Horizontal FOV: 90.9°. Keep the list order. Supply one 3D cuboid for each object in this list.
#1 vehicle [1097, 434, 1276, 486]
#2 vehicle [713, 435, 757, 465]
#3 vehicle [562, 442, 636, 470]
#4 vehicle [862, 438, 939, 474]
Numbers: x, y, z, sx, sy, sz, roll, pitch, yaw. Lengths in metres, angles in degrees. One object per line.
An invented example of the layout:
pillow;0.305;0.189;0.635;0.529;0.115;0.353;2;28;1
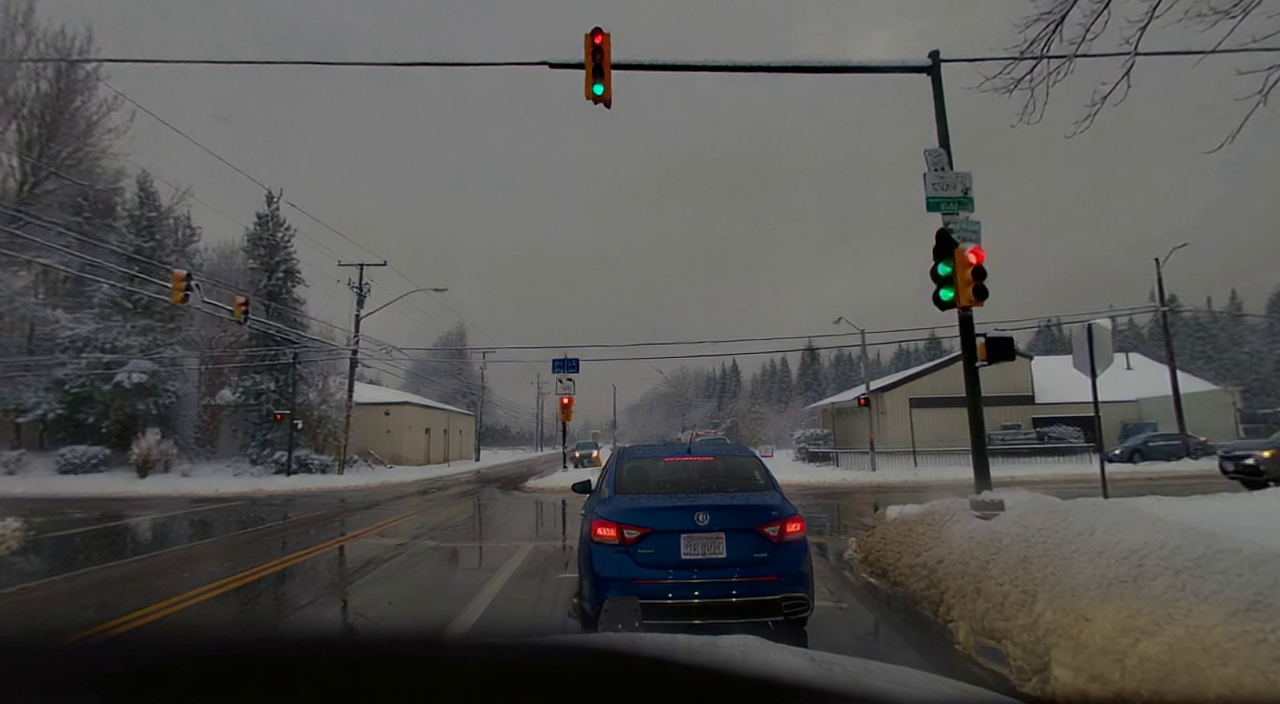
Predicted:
vehicle;16.794;3.321;19.524;3.876;1.512;1.784;0;-8;-1
vehicle;6.933;7.136;46.165;1.491;2.041;2.964;6;-9;-35
vehicle;-2.447;6.152;37.557;3.991;1.526;1.868;-4;-9;30
vehicle;12.389;5.039;30.269;1.922;1.529;3.964;0;-12;-1
